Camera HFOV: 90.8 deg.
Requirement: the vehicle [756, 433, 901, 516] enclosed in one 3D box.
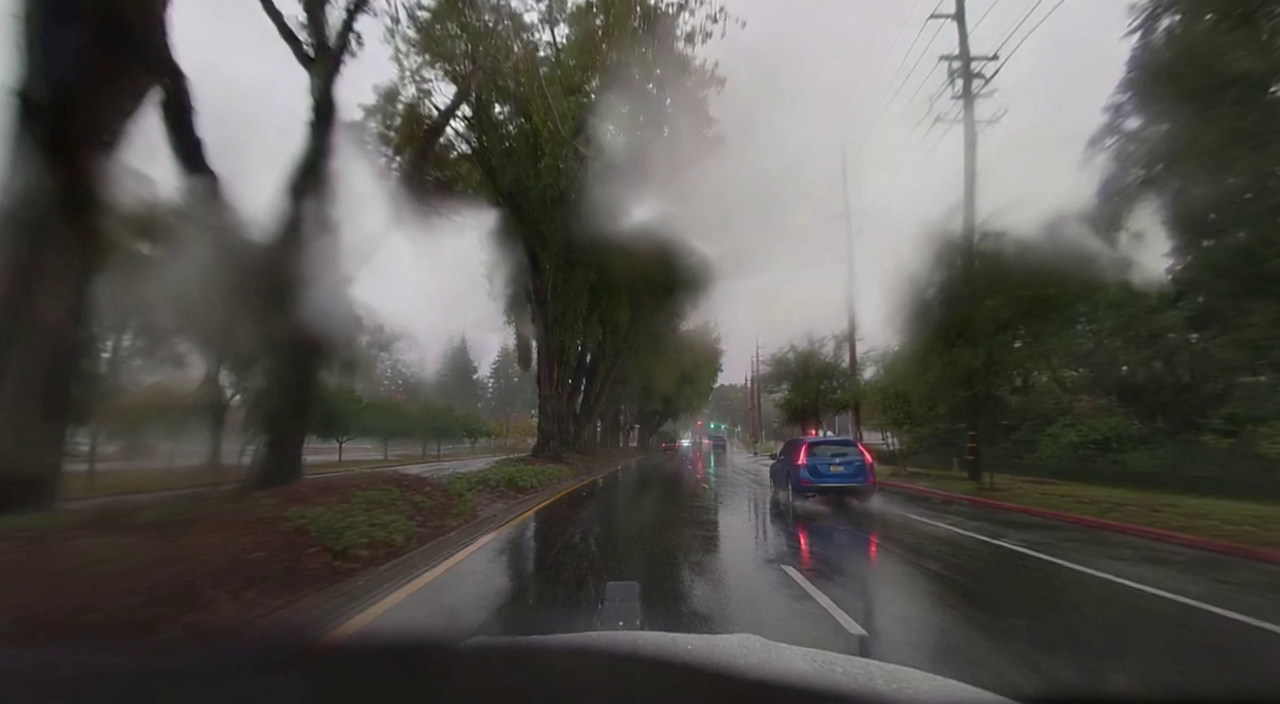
[{"bbox_3d":[3.897,2.586,13.902,1.881,1.512,4.294,-1,-8,1],"label":"vehicle"}]
